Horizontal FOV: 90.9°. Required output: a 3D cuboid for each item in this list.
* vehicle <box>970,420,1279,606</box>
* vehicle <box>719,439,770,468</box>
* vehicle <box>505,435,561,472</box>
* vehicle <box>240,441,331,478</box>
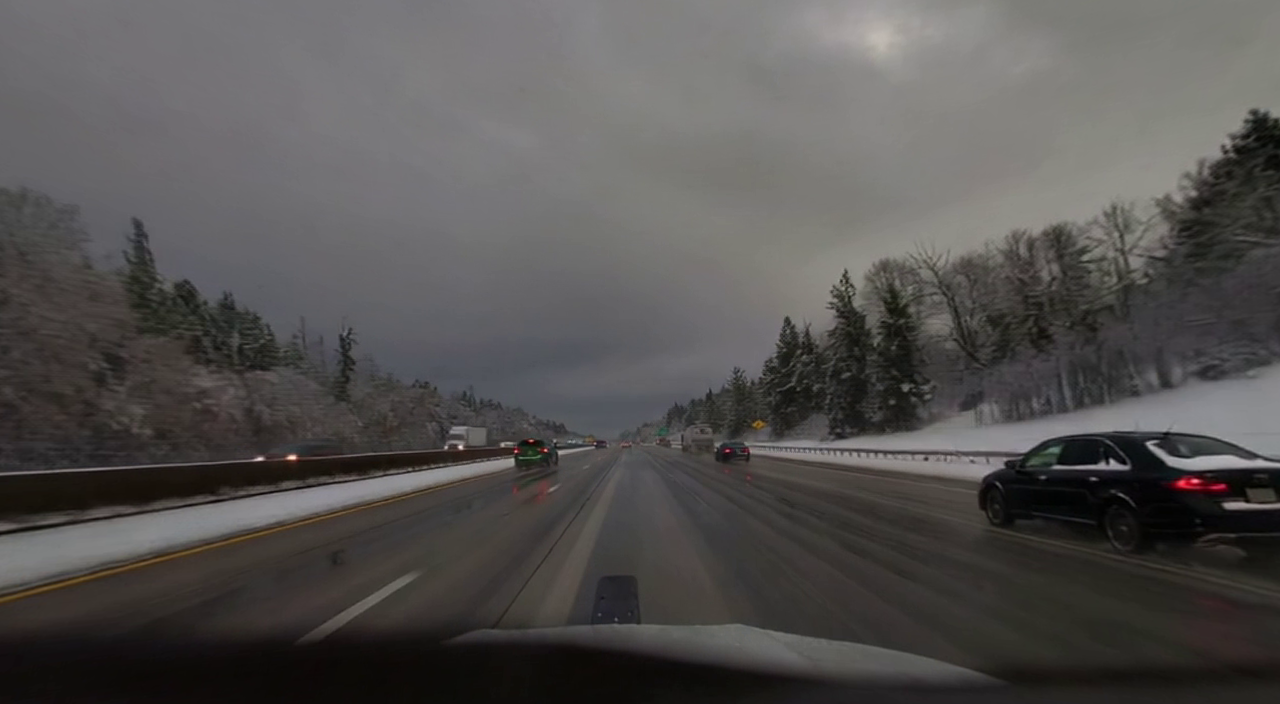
[{"bbox_3d":[5.993,1.589,7.269,2.028,1.488,4.236,0,-8,-1],"label":"vehicle"},{"bbox_3d":[5.428,5.302,33.280,1.920,1.436,3.890,0,-8,-2],"label":"vehicle"},{"bbox_3d":[-4.933,4.705,29.555,1.966,1.570,3.859,0,-8,-1],"label":"vehicle"},{"bbox_3d":[-17.269,5.226,30.952,1.943,1.648,4.322,0,-8,0],"label":"vehicle"}]
